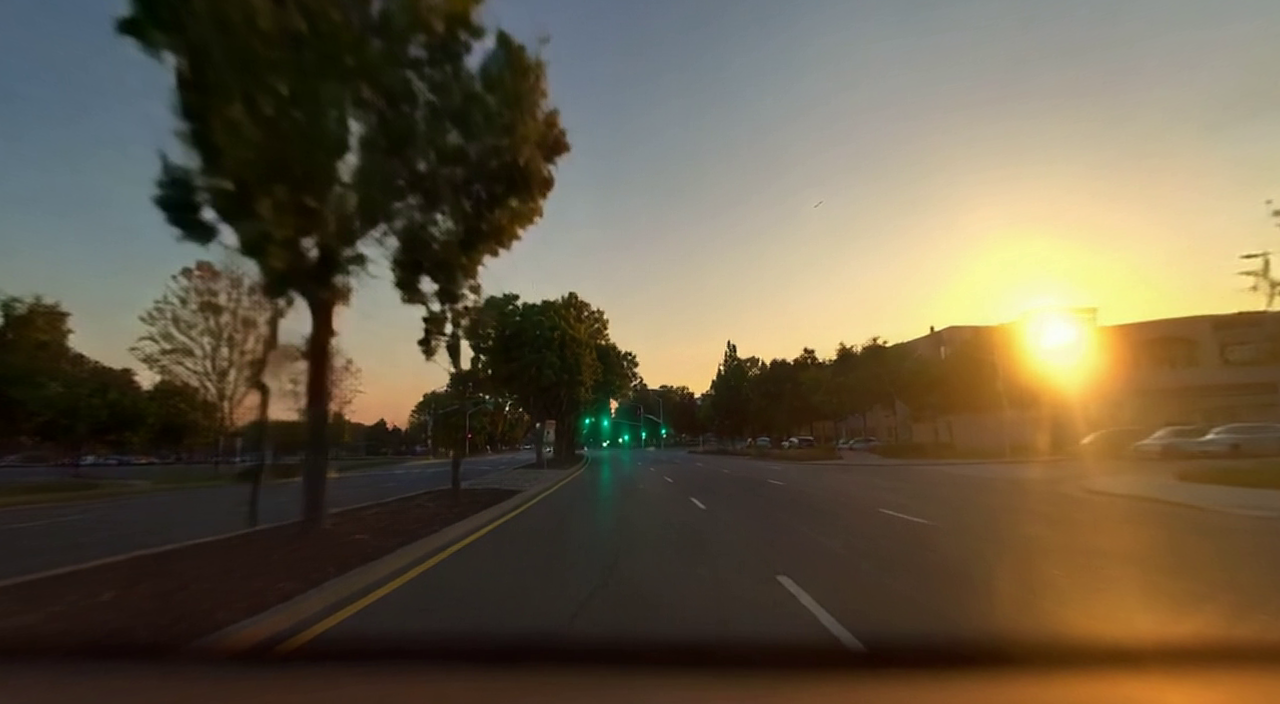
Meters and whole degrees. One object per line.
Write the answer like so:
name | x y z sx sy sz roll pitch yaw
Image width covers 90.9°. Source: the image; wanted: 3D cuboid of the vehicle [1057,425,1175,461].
vehicle | 26.234 5.030 34.852 4.950 1.924 2.146 1 -8 -7
